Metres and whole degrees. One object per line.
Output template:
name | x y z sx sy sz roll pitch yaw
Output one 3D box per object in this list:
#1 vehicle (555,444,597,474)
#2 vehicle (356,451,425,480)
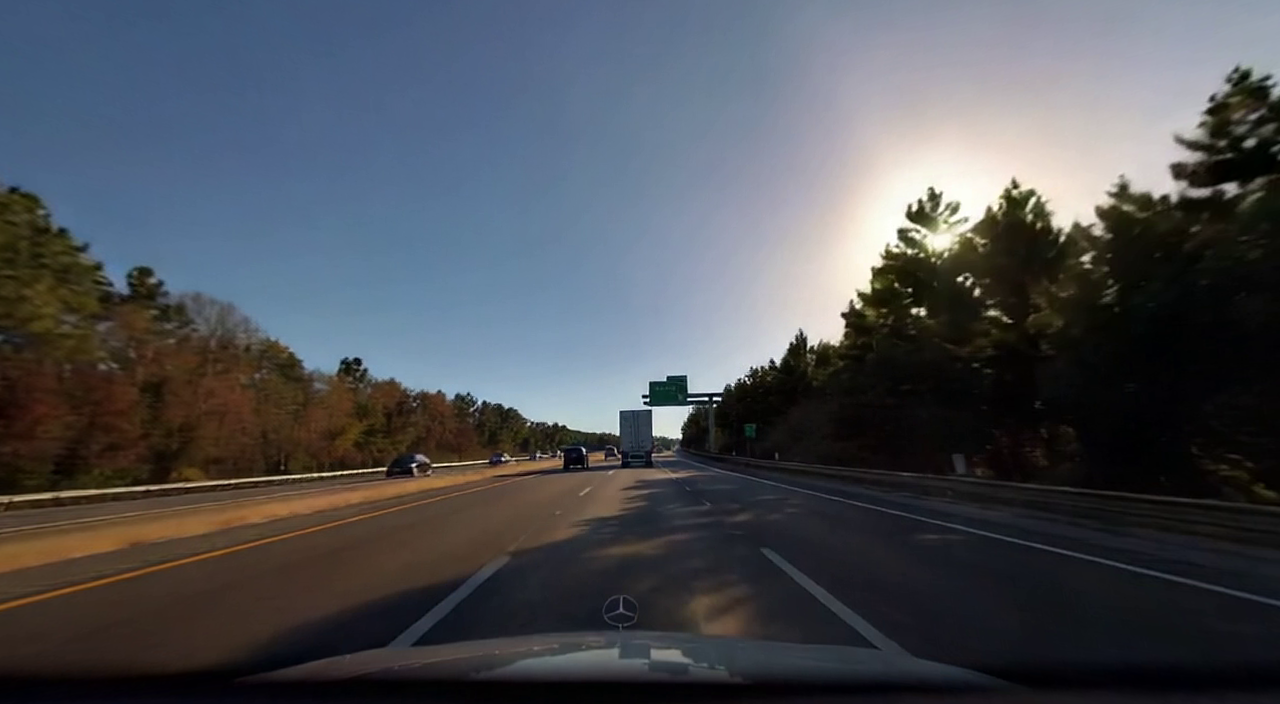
vehicle | -3.798 6.392 37.659 2.112 1.645 4.129 0 -9 0
vehicle | -14.024 6.377 35.494 1.898 1.504 4.710 0 -9 1
